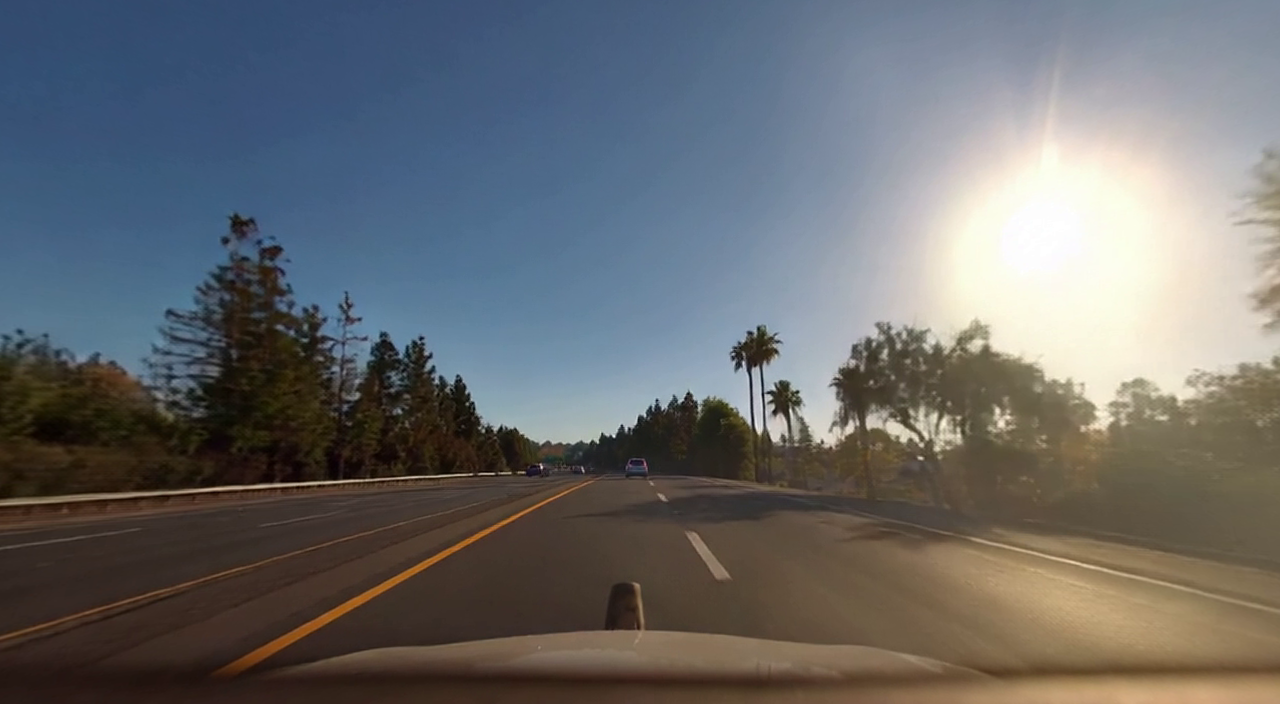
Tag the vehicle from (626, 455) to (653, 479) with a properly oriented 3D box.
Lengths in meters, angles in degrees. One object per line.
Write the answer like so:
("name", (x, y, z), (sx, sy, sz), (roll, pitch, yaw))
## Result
("vehicle", (-0.096, 9.003, 49.679), (2.001, 1.688, 4.128), (0, -9, -2))
